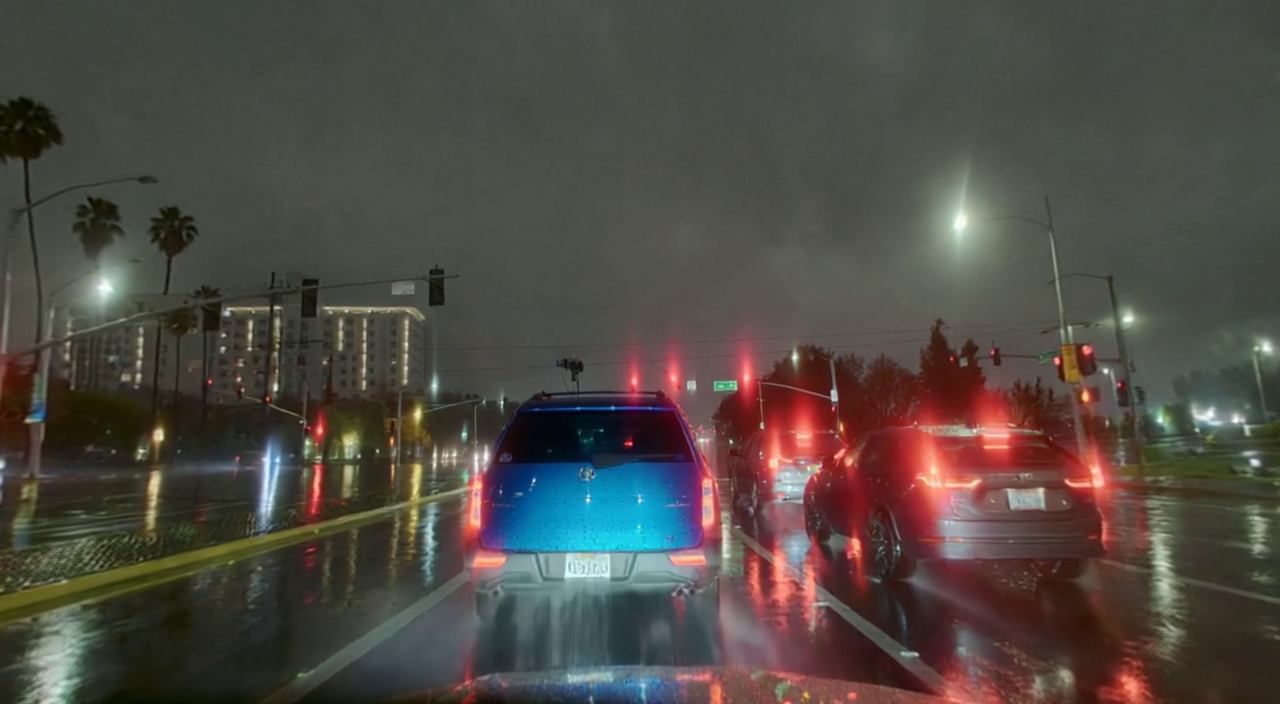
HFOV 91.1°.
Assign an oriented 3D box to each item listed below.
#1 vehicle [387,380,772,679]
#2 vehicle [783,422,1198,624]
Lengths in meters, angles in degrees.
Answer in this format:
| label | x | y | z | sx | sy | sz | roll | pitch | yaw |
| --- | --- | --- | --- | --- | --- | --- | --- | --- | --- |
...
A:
| label | x | y | z | sx | sy | sz | roll | pitch | yaw |
| --- | --- | --- | --- | --- | --- | --- | --- | --- | --- |
| vehicle | -0.347 | 1.307 | 5.671 | 2.172 | 1.694 | 4.055 | 0 | -8 | 0 |
| vehicle | 3.106 | 1.597 | 6.939 | 1.971 | 1.473 | 4.495 | 0 | -8 | 0 |
